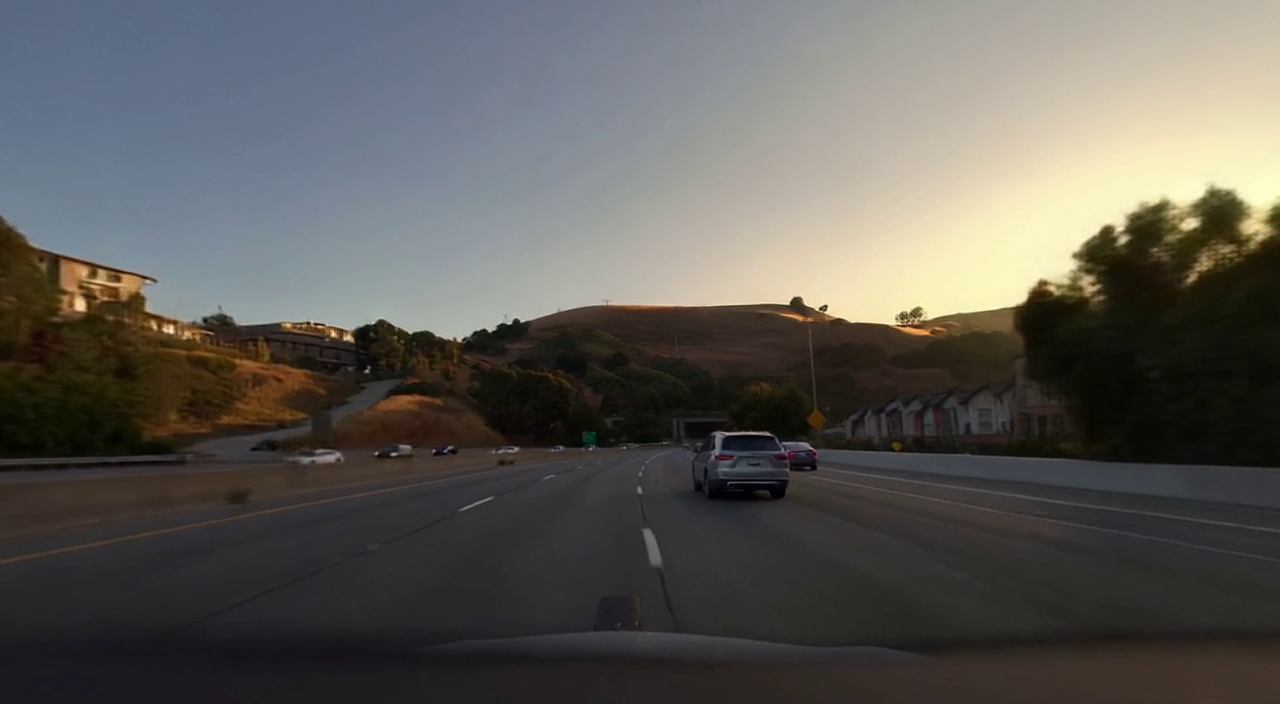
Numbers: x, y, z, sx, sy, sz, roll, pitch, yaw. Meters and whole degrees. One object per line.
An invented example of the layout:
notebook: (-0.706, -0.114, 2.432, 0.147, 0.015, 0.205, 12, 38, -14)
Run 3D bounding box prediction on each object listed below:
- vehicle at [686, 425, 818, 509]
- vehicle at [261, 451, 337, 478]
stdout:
vehicle: (2.565, 2.786, 15.755, 2.318, 1.766, 4.587, 0, -8, -2)
vehicle: (-19.689, 6.480, 36.571, 1.897, 1.452, 4.335, 0, -8, 1)
